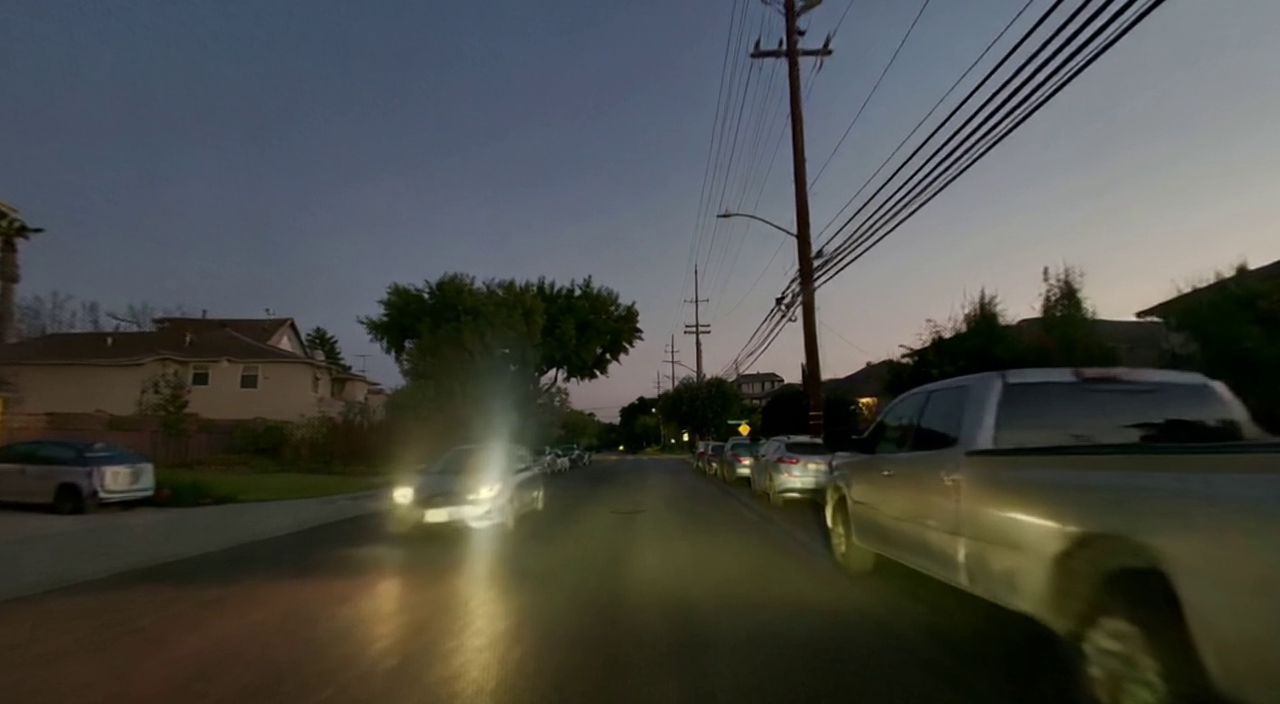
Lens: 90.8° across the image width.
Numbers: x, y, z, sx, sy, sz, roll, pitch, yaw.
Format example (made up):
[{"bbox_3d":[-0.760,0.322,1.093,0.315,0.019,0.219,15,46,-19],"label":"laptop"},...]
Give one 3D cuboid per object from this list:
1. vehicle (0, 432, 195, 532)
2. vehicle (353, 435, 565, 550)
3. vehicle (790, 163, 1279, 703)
[{"bbox_3d":[-14.012,2.779,13.897,6.607,1.954,2.467,0,-9,2],"label":"vehicle"},{"bbox_3d":[-2.734,2.246,10.853,2.213,1.548,4.370,0,-9,2],"label":"vehicle"},{"bbox_3d":[2.943,0.916,4.209,2.437,2.015,6.511,0,-9,1],"label":"vehicle"}]
